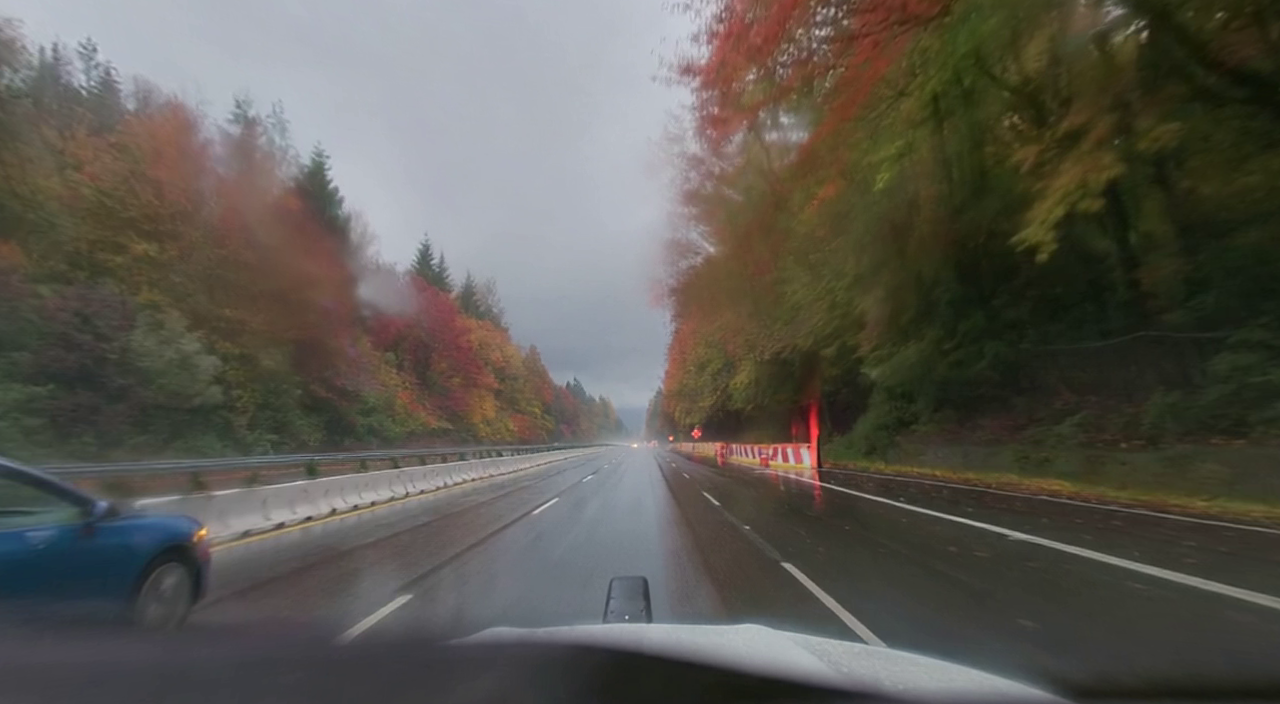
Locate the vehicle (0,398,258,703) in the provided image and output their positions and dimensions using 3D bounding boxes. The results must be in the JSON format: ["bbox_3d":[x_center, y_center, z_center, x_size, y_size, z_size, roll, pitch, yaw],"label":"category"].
[{"bbox_3d":[-3.917,0.949,2.744,1.902,1.505,4.016,0,-8,1],"label":"vehicle"}]
